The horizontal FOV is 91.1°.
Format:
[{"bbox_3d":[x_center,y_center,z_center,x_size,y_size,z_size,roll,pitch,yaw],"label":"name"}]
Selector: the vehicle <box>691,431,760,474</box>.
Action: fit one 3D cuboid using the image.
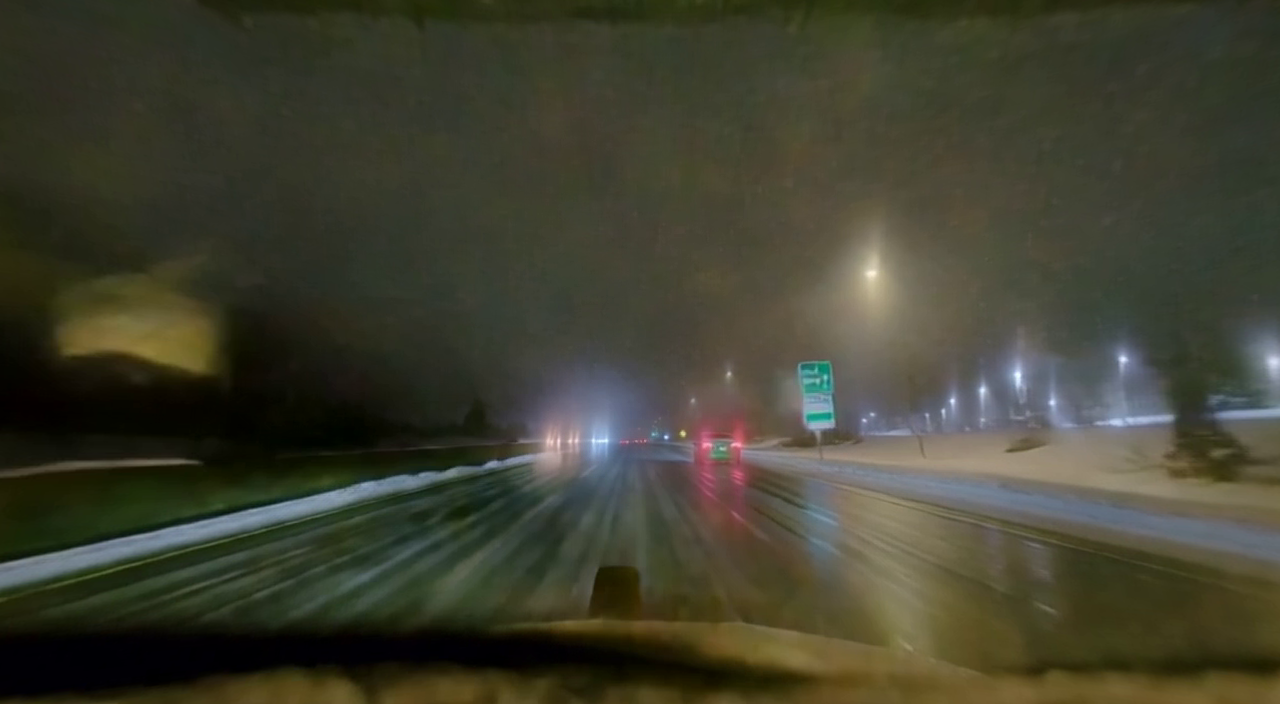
[{"bbox_3d":[3.158,3.808,24.040,1.946,1.481,3.969,0,-8,-1],"label":"vehicle"}]
